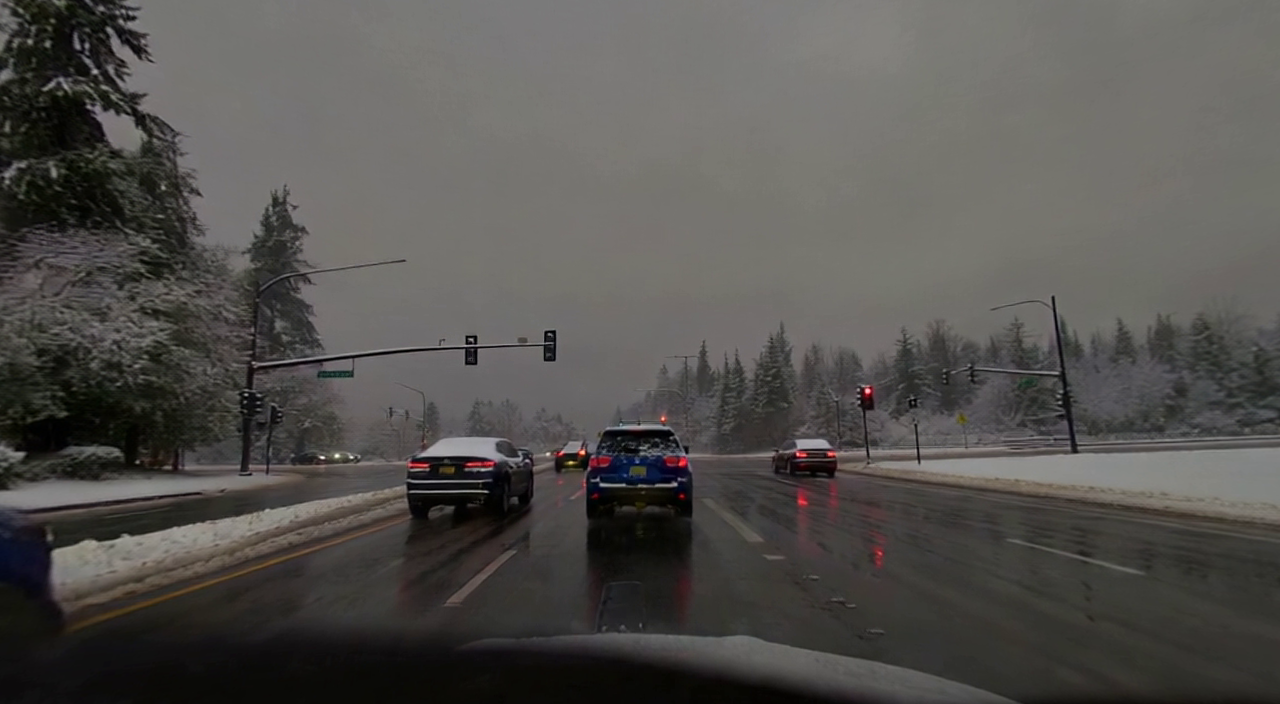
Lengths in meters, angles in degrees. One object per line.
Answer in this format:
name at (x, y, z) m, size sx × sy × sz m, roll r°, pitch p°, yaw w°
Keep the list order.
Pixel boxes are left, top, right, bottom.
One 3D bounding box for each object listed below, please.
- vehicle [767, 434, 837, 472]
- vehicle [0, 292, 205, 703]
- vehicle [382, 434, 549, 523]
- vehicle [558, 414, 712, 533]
vehicle at (8.017, 5.060, 31.751) m, size 2.166 × 1.761 × 4.692 m, roll 0°, pitch -8°, yaw -2°
vehicle at (-3.583, 0.487, 0.808) m, size 2.320 × 1.863 × 5.148 m, roll 0°, pitch -8°, yaw 1°
vehicle at (-3.372, 2.554, 13.445) m, size 2.061 × 1.504 × 5.142 m, roll 0°, pitch -8°, yaw 0°
vehicle at (-0.069, 2.129, 11.586) m, size 2.298 × 1.770 × 4.138 m, roll 0°, pitch -8°, yaw 0°
